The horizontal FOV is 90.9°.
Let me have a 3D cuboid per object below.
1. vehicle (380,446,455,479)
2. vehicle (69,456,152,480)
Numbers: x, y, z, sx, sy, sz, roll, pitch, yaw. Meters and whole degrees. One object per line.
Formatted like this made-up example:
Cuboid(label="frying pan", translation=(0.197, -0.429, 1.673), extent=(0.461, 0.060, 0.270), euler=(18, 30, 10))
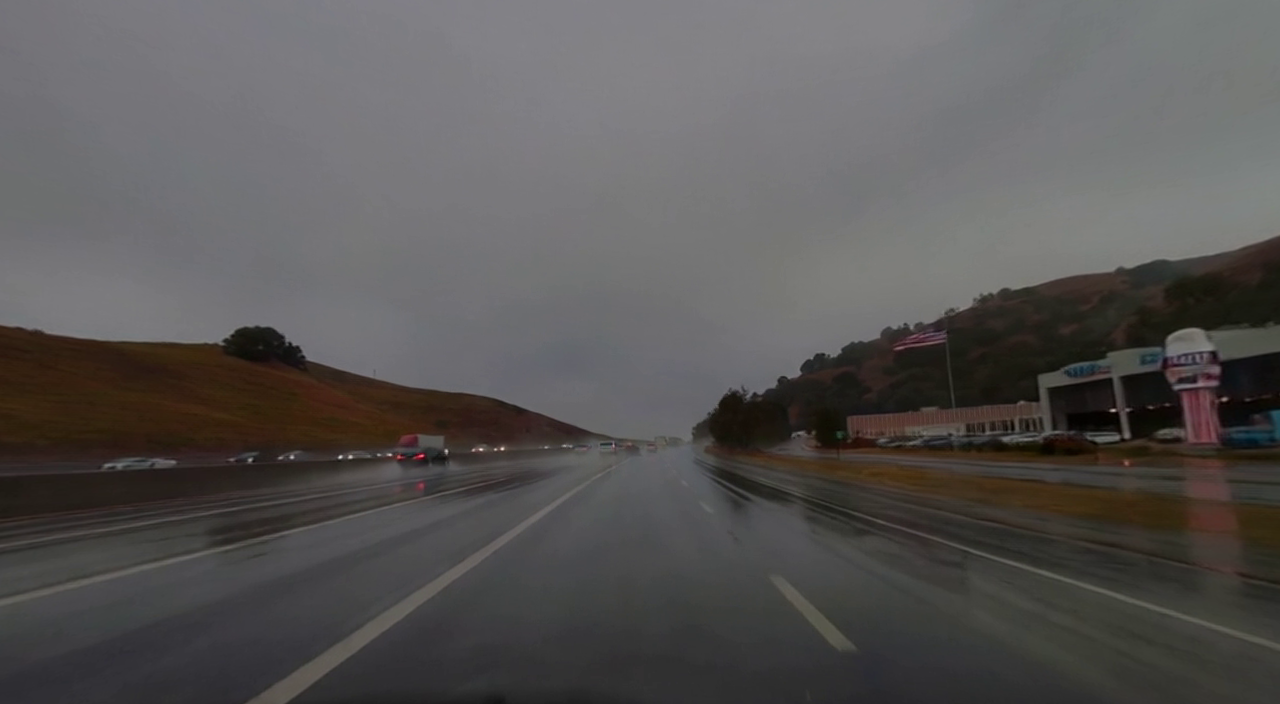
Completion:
Cuboid(label="vehicle", translation=(-10.833, 5.387, 31.048), extent=(1.927, 1.454, 4.395), euler=(-1, -8, 2))
Cuboid(label="vehicle", translation=(-37.810, 8.284, 45.197), extent=(1.750, 1.468, 4.757), euler=(-1, -8, 1))
